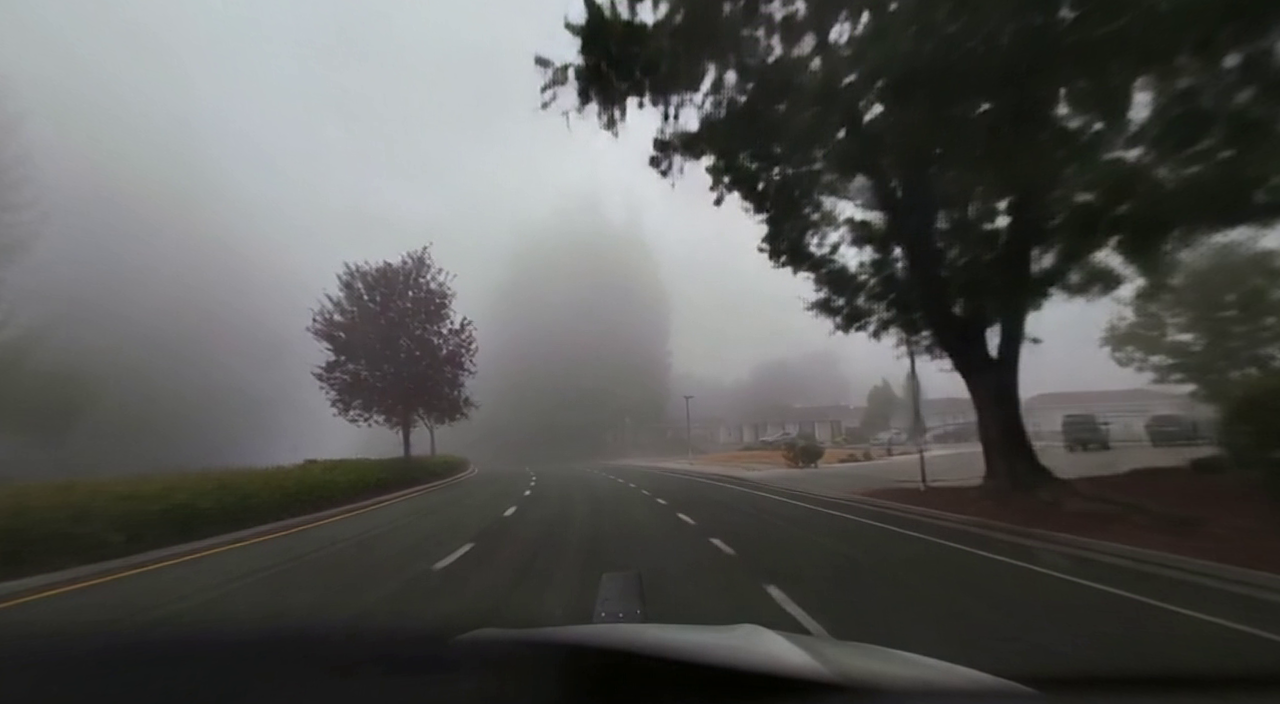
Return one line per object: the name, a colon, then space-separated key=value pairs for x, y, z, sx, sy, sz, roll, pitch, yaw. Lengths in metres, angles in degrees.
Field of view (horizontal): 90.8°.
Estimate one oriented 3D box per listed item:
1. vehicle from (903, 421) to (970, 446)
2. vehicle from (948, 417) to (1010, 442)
vehicle: x=22.320 y=6.128 z=47.550 sx=4.370 sy=1.533 sz=2.033 roll=0 pitch=-9 yaw=-26
vehicle: x=24.501 y=5.629 z=45.619 sx=4.147 sy=1.680 sz=2.441 roll=7 pitch=-11 yaw=-40
